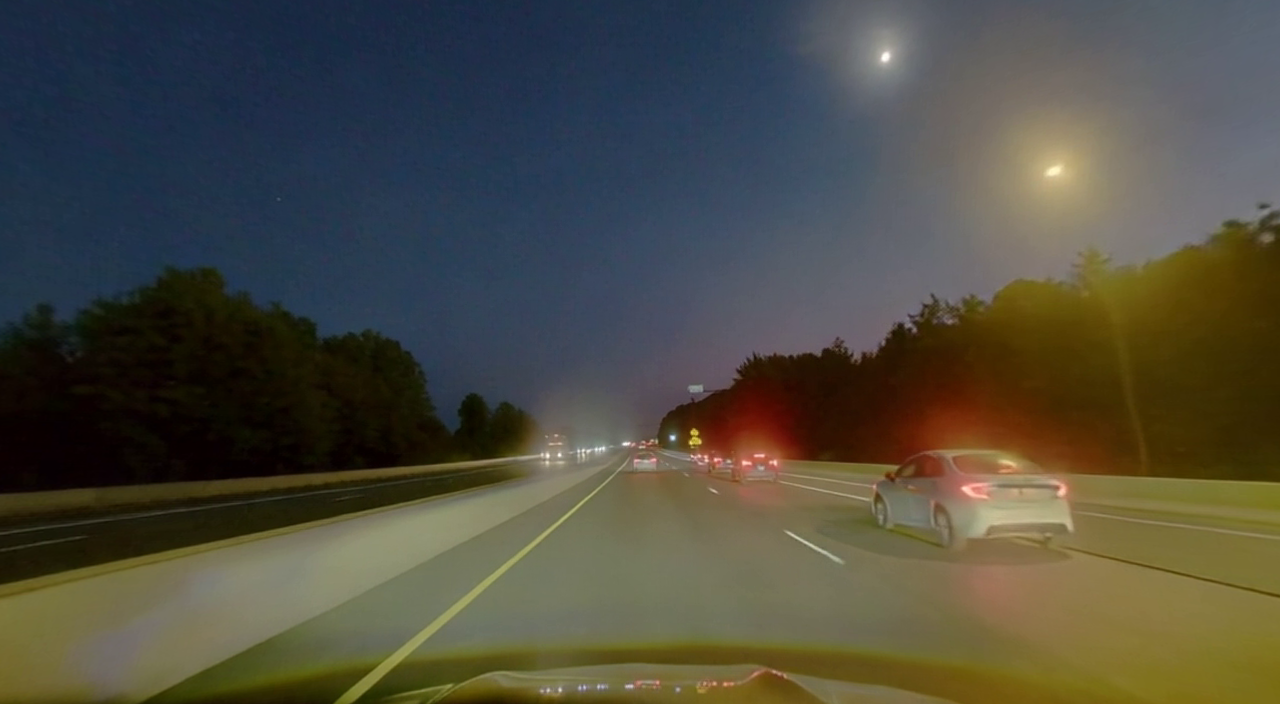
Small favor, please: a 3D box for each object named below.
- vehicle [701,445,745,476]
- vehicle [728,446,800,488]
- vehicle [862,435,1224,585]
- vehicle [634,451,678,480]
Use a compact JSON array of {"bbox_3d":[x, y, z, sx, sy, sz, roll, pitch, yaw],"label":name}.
[{"bbox_3d":[4.786,6.341,37.026,1.969,1.639,4.472,0,-9,0],"label":"vehicle"},{"bbox_3d":[4.743,4.447,24.580,1.952,1.495,3.740,0,-9,-1],"label":"vehicle"},{"bbox_3d":[4.836,1.935,8.647,1.827,1.462,4.697,0,-9,0],"label":"vehicle"},{"bbox_3d":[0.726,5.549,30.961,2.012,1.320,3.777,0,-9,0],"label":"vehicle"}]
